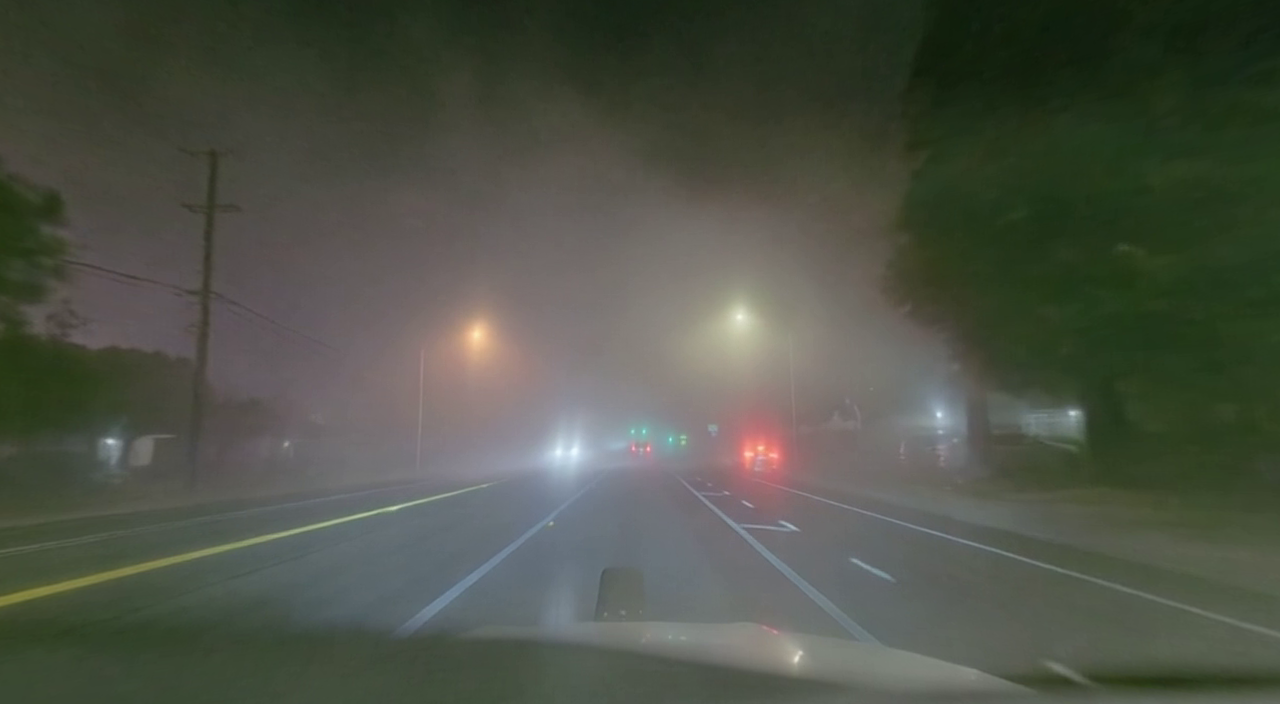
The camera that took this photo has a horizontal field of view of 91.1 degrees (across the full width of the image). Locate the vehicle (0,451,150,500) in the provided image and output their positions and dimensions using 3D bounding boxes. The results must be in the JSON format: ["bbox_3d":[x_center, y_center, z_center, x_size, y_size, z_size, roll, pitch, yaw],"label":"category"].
[{"bbox_3d":[-19.061,3.998,20.487,4.500,1.482,1.916,0,-9,2],"label":"vehicle"}]

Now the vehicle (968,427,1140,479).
[{"bbox_3d":[13.960,3.416,21.378,4.399,1.663,1.970,0,-8,0],"label":"vehicle"}]

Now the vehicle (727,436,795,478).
[{"bbox_3d":[5.595,4.926,29.692,2.114,1.799,4.960,0,-9,-1],"label":"vehicle"}]
